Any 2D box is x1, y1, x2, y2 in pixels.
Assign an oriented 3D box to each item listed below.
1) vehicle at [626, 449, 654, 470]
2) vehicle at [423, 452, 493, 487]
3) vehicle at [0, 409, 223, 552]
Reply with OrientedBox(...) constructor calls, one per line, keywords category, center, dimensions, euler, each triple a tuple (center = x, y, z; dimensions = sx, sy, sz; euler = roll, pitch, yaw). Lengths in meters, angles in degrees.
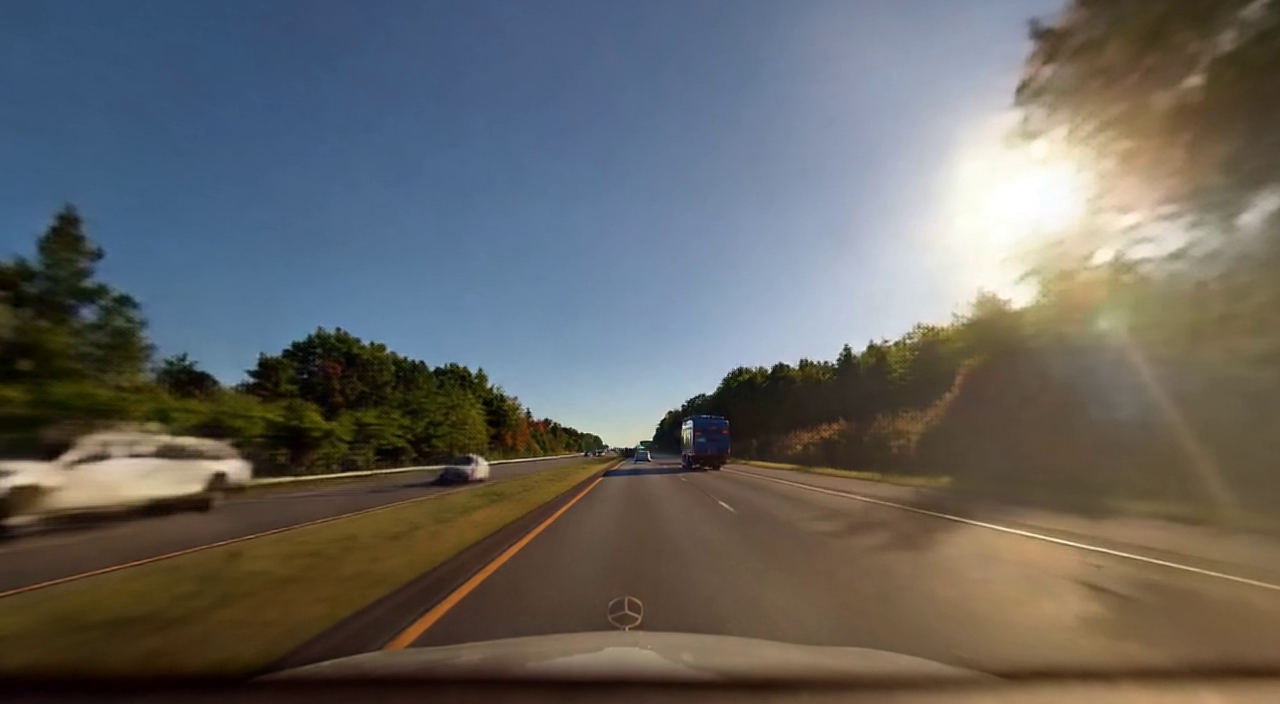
OrientedBox(category="vehicle", center=(-0.016, 7.546, 44.253), dimensions=(1.926, 1.386, 3.615), euler=(0, -9, 0))
OrientedBox(category="vehicle", center=(-8.452, 5.480, 29.625), dimensions=(2.009, 1.484, 4.292), euler=(0, -9, 0))
OrientedBox(category="vehicle", center=(-12.450, 2.718, 14.058), dimensions=(2.485, 2.534, 5.320), euler=(0, -9, 1))
